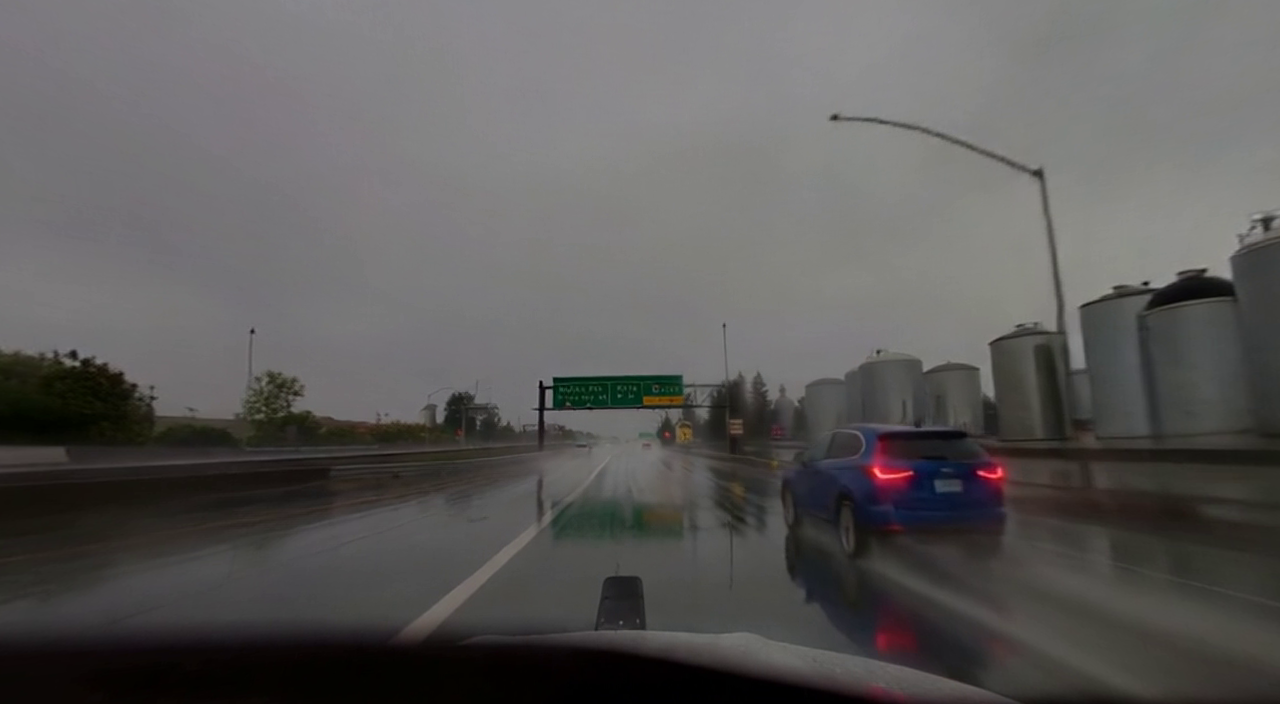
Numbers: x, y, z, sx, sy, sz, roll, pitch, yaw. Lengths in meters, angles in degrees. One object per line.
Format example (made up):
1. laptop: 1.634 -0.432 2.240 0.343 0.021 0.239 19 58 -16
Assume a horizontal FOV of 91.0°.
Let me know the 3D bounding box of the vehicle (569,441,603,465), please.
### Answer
1. vehicle: -3.755 7.073 44.295 2.012 1.571 4.232 0 -9 0

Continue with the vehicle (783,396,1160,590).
1. vehicle: 3.661 1.694 8.451 2.296 1.790 5.067 0 -9 0
